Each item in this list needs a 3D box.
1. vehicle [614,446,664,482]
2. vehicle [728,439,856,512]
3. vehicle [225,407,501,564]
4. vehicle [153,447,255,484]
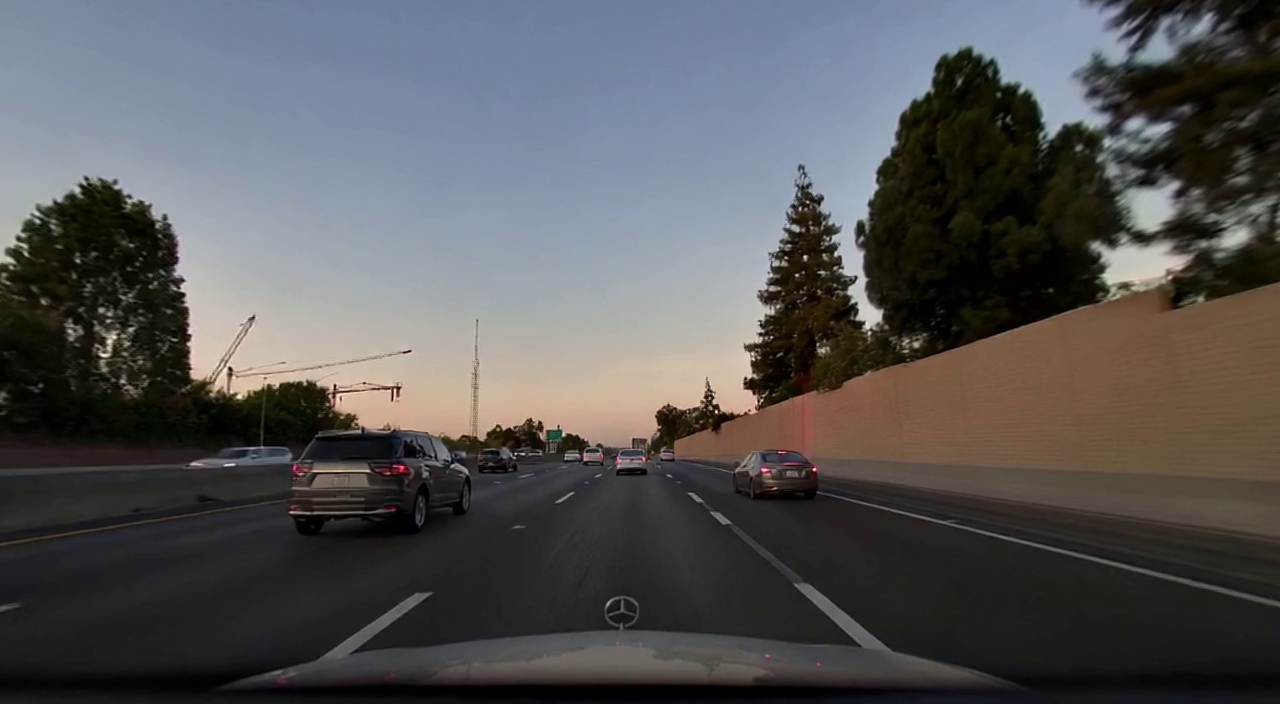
[{"bbox_3d":[-0.090,4.882,27.920,2.045,1.452,4.040,0,-8,-1],"label":"vehicle"},{"bbox_3d":[3.528,2.943,15.630,1.917,1.507,4.540,0,-9,-2],"label":"vehicle"},{"bbox_3d":[-3.670,1.856,9.479,2.121,1.775,4.335,0,-9,0],"label":"vehicle"},{"bbox_3d":[-23.402,6.084,34.176,2.084,1.800,4.788,0,-9,0],"label":"vehicle"}]
